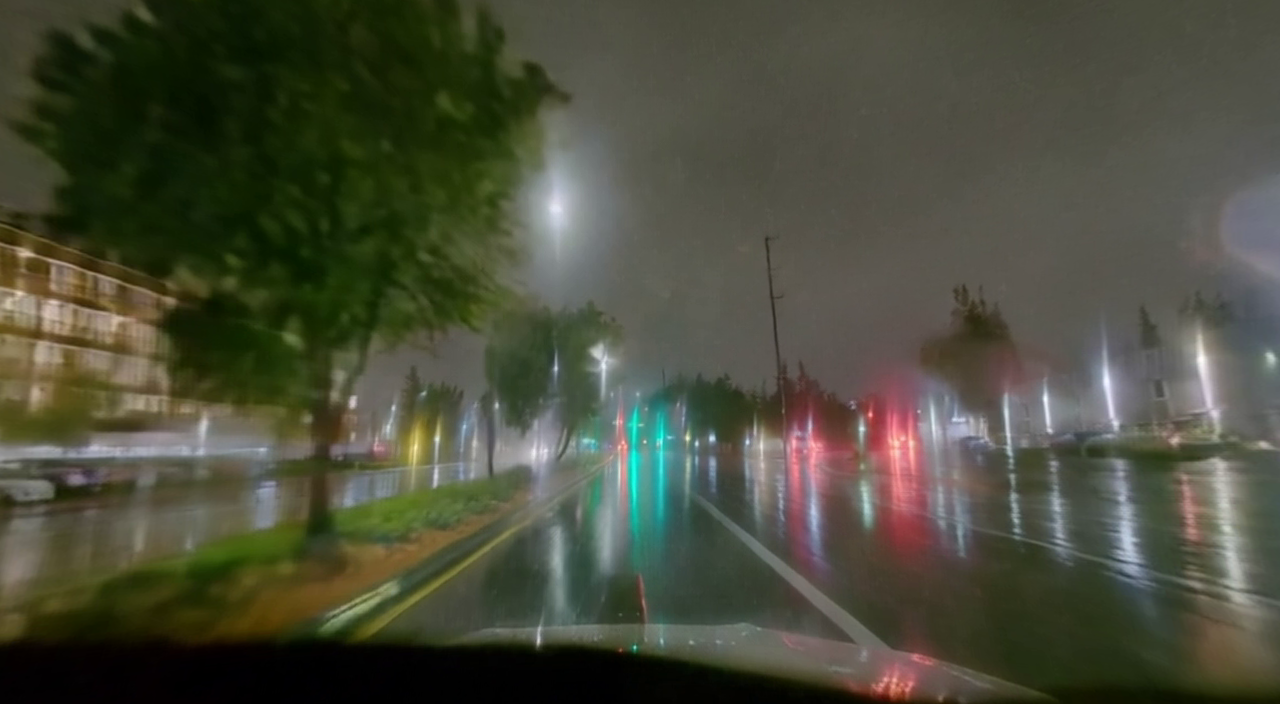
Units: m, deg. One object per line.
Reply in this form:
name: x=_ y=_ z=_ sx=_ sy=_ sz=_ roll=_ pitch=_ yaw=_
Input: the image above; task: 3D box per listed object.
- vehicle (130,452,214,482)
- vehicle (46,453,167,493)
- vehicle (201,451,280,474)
vehicle: x=-28.822 y=7.082 z=39.084 sx=1.989 sy=1.692 sz=4.362 roll=0 pitch=-9 yaw=-3
vehicle: x=-25.474 y=5.758 z=30.430 sx=1.979 sy=1.652 sz=4.678 roll=0 pitch=-9 yaw=-5
vehicle: x=-30.374 y=8.427 z=48.106 sx=4.679 sy=1.661 sz=1.923 roll=0 pitch=-8 yaw=0
